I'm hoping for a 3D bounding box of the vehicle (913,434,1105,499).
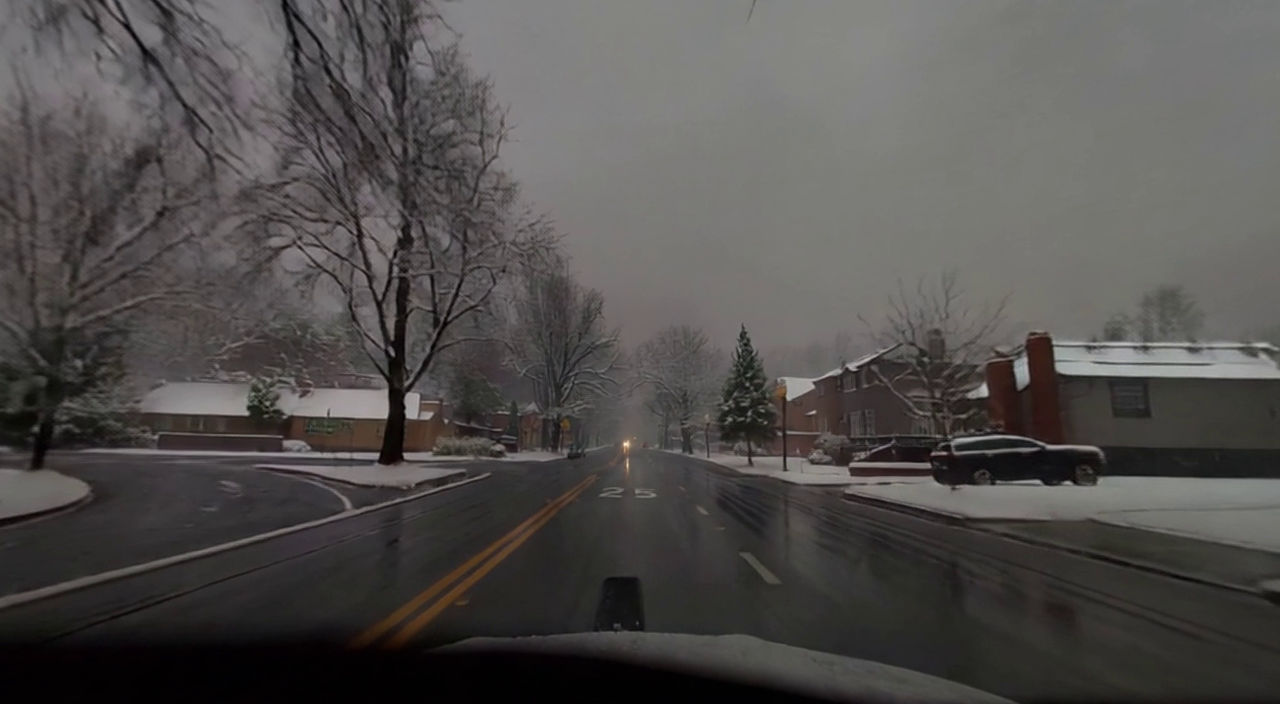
[{"bbox_3d":[10.849,3.369,18.854,4.453,1.590,1.861,-3,-6,2],"label":"vehicle"}]
